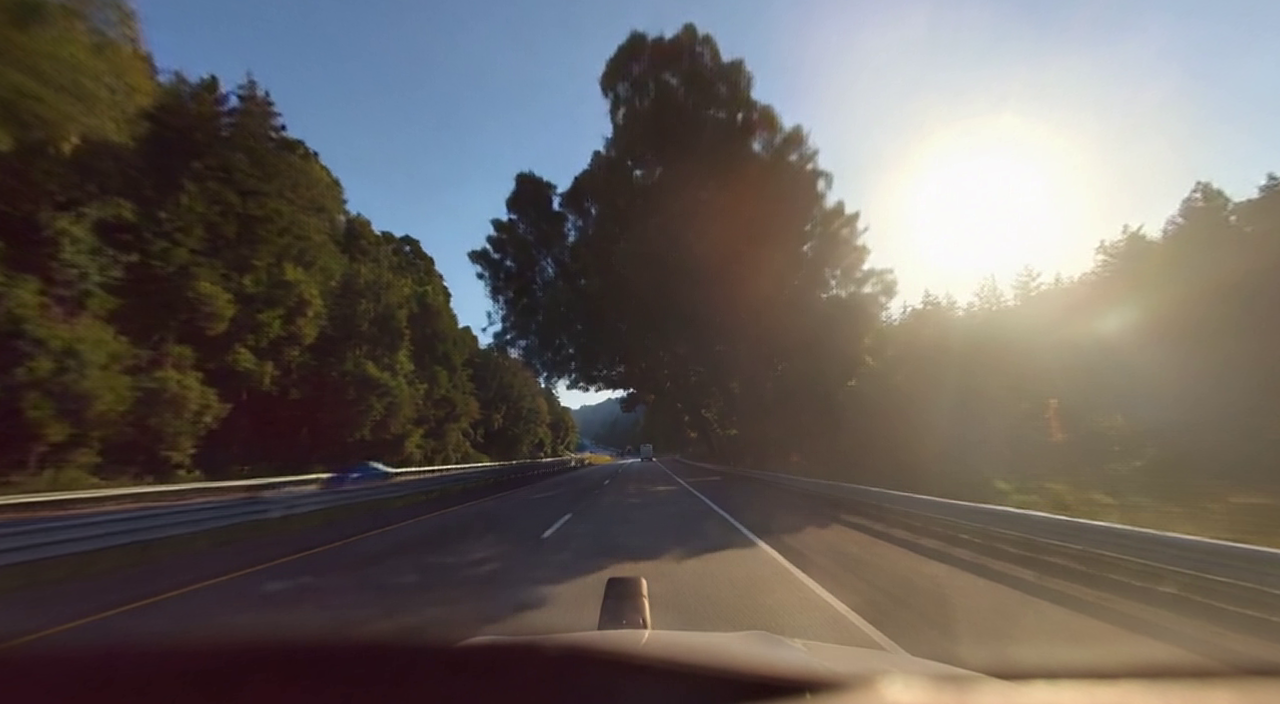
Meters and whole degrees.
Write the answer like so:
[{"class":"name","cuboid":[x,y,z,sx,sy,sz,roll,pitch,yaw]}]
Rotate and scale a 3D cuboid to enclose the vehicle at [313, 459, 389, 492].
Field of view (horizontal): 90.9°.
[{"class":"vehicle","cuboid":[-14.517,6.207,31.930,1.841,1.465,4.007,0,-9,2]}]
